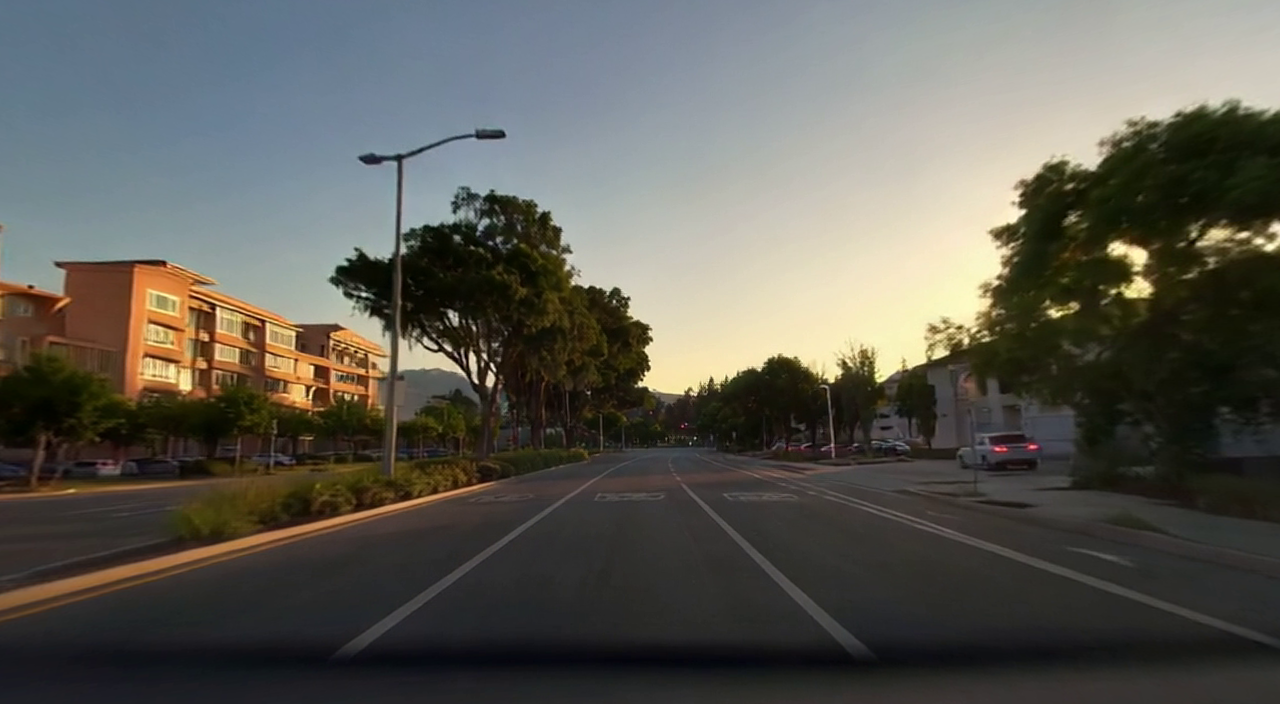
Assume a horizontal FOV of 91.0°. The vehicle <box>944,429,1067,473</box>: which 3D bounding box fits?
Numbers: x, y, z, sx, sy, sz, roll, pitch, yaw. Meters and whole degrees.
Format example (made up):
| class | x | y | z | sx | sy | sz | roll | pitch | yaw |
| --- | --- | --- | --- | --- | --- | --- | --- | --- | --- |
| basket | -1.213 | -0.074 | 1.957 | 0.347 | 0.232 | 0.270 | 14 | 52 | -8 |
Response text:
| class | x | y | z | sx | sy | sz | roll | pitch | yaw |
| --- | --- | --- | --- | --- | --- | --- | --- | --- | --- |
| vehicle | 13.628 | 3.735 | 23.875 | 1.879 | 1.507 | 4.836 | 0 | -9 | 2 |
